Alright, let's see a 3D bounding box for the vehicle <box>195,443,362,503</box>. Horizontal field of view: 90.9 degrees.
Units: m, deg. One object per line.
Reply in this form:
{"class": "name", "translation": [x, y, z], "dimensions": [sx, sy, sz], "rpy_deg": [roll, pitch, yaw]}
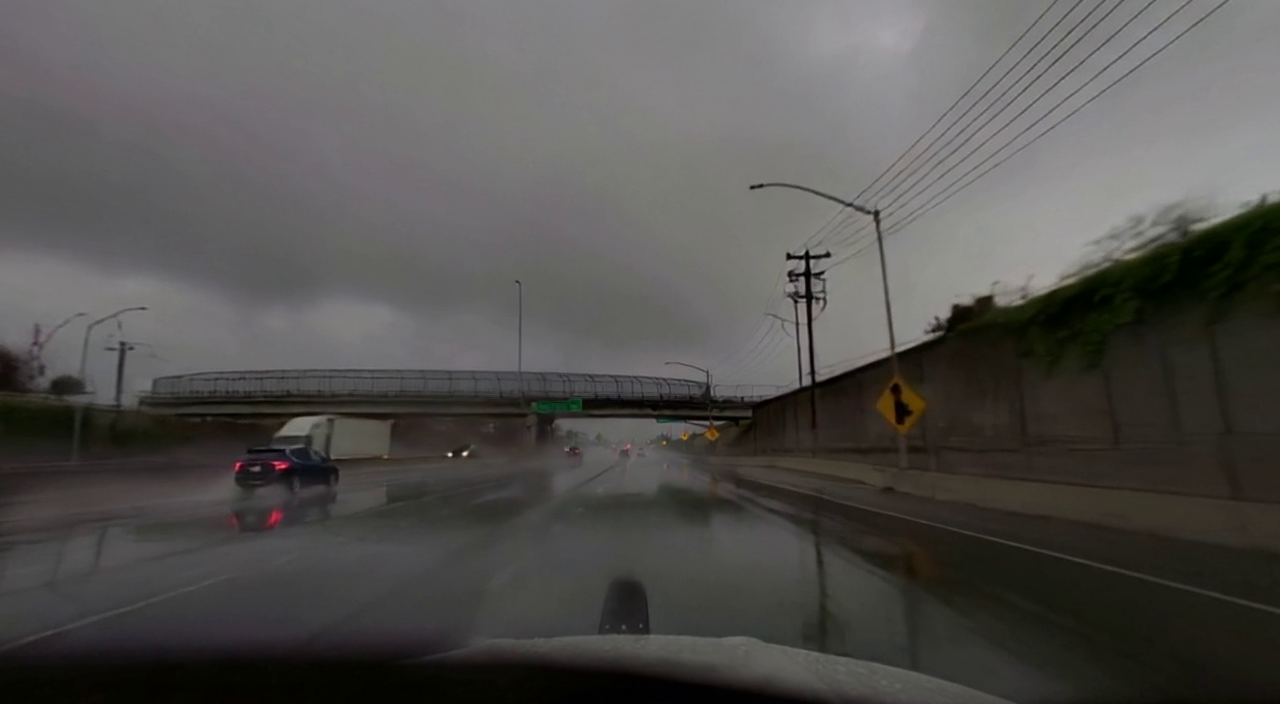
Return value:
{"class": "vehicle", "translation": [-10.113, 3.376, 18.179], "dimensions": [2.056, 1.476, 4.562], "rpy_deg": [0, -8, 1]}

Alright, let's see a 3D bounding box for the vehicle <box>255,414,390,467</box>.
{"class": "vehicle", "translation": [-23.426, 6.759, 48.087], "dimensions": [2.941, 3.391, 14.236], "rpy_deg": [0, -8, 0]}
